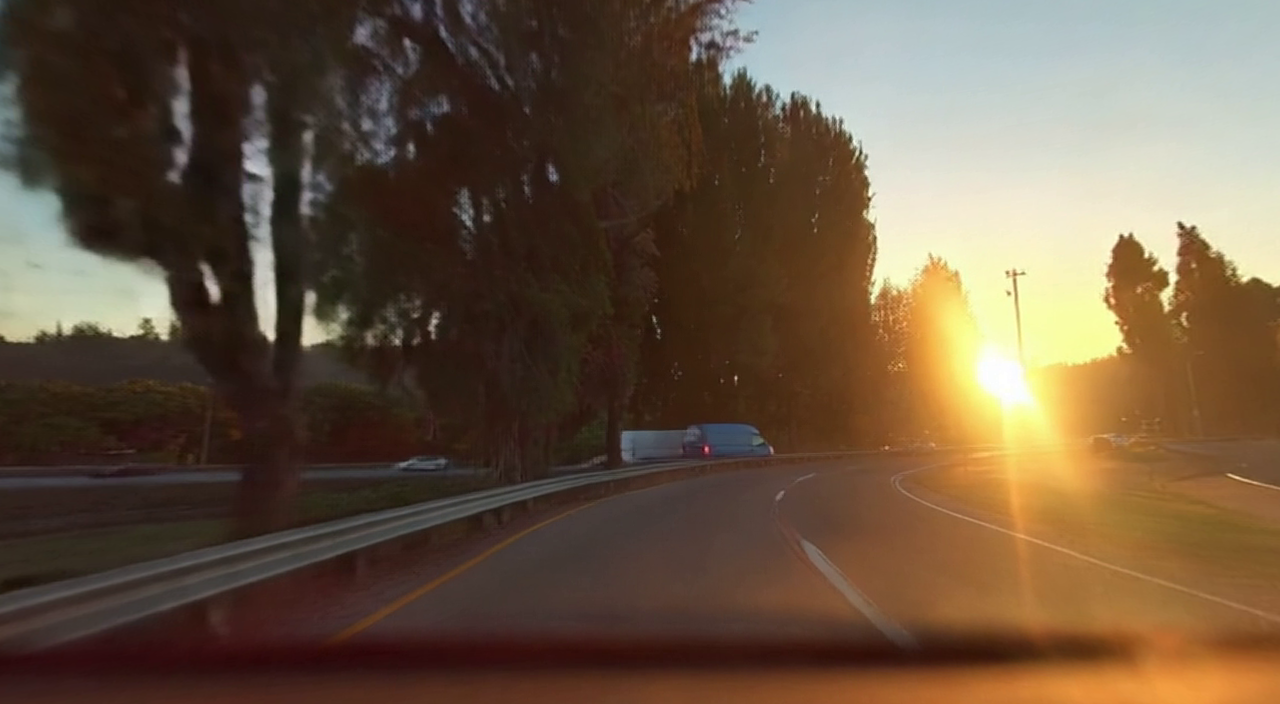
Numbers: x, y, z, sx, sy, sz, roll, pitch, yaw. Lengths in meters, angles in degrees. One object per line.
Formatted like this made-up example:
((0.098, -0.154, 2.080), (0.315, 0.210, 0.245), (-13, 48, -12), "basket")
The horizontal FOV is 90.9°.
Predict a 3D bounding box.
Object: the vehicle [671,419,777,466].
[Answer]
((5.754, 6.080, 42.730), (7.155, 2.942, 2.420), (5, -9, -31), "vehicle")

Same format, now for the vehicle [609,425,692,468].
((0.679, 5.915, 39.623), (4.784, 2.535, 2.203), (5, -9, -31), "vehicle")

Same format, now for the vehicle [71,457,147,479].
((-36.903, 8.052, 43.908), (3.700, 1.388, 1.788), (4, -9, -29), "vehicle")
